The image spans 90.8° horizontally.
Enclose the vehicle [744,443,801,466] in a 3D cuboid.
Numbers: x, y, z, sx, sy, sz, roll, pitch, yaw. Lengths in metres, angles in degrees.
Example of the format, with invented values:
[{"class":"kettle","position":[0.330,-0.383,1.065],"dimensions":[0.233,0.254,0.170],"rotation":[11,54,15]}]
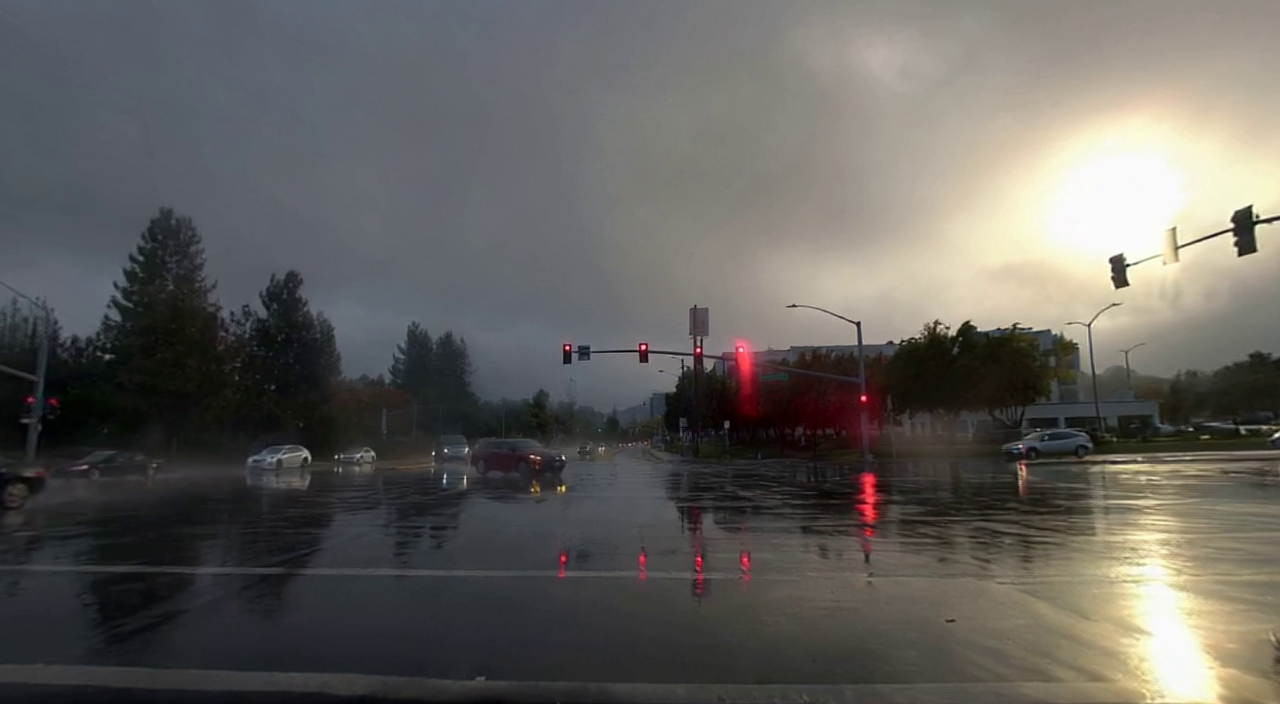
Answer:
[{"class":"vehicle","position":[8.822,6.834,42.398],"dimensions":[2.133,1.437,4.420],"rotation":[2,-9,-11]}]

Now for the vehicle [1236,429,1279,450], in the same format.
[{"class":"vehicle","position":[45.683,6.271,45.243],"dimensions":[1.786,1.412,4.330],"rotation":[0,-9,0]}]

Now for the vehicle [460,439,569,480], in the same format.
[{"class":"vehicle","position":[-5.130,4.312,25.562],"dimensions":[2.135,1.467,4.532],"rotation":[8,-12,-44]}]

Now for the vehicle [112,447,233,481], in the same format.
[{"class":"vehicle","position":[-27.242,6.528,37.115],"dimensions":[2.901,1.827,5.034],"rotation":[-1,-9,6]}]

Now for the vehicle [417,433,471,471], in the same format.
[{"class":"vehicle","position":[-10.716,5.418,34.293],"dimensions":[2.017,1.877,4.767],"rotation":[4,-10,-25]}]

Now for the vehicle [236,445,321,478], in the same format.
[{"class":"vehicle","position":[-19.578,5.928,34.499],"dimensions":[1.924,1.656,4.593],"rotation":[0,-9,0]}]

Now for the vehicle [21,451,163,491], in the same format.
[{"class":"vehicle","position":[-22.974,4.969,26.793],"dimensions":[1.827,1.461,4.673],"rotation":[0,-9,0]}]
